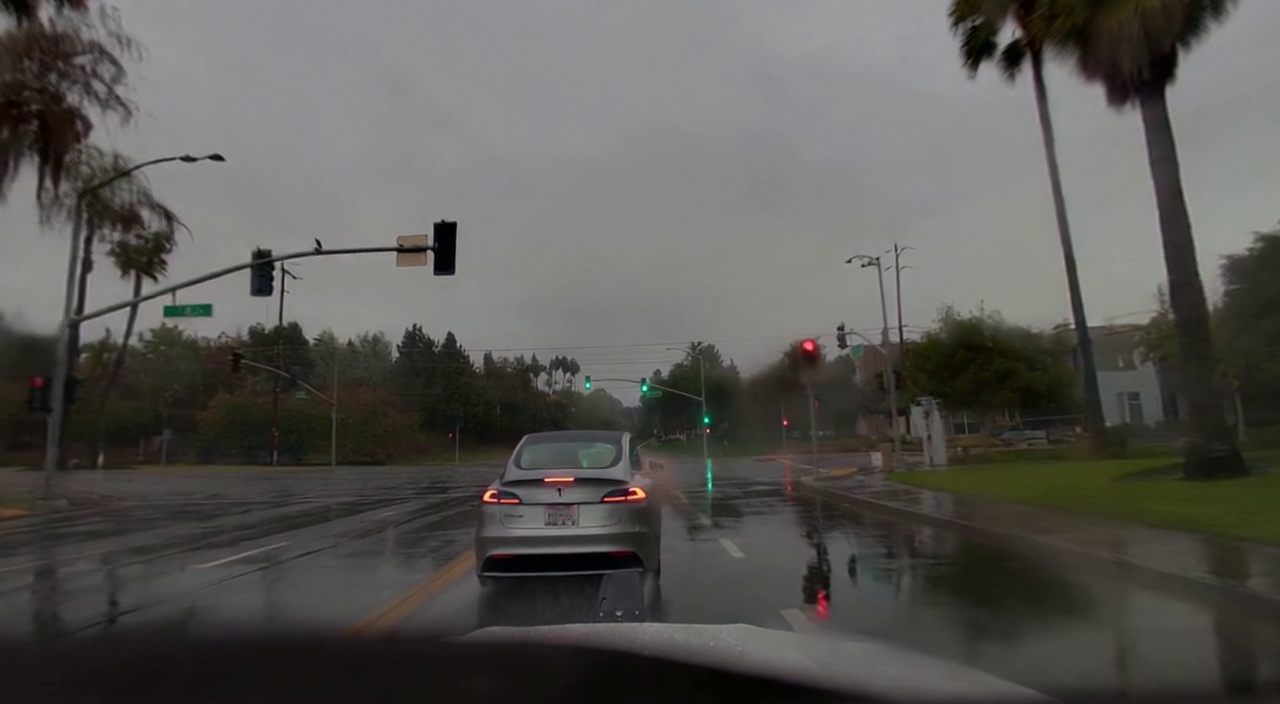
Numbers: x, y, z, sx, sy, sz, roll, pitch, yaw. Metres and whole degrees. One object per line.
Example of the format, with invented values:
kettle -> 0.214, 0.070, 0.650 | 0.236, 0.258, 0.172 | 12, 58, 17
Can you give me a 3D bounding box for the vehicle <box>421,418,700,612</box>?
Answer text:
vehicle -> -0.629, 1.578, 7.080 | 2.152, 1.478, 4.229 | 0, -8, 0
